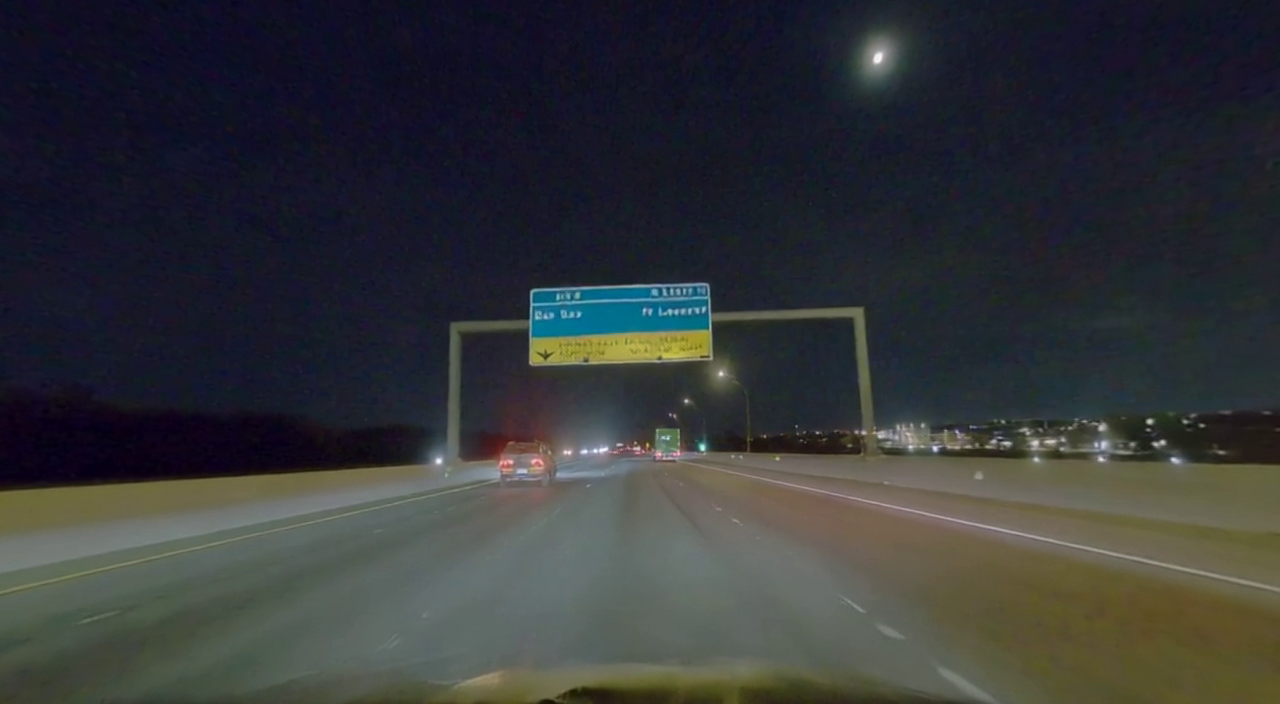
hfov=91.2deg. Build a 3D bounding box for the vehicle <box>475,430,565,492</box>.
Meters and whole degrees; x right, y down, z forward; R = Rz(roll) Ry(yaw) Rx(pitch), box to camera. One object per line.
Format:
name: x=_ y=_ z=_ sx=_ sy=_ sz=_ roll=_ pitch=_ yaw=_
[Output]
vehicle: x=-3.961 y=3.715 z=21.630 sx=2.173 sy=1.857 sz=4.800 roll=0 pitch=-9 yaw=0
